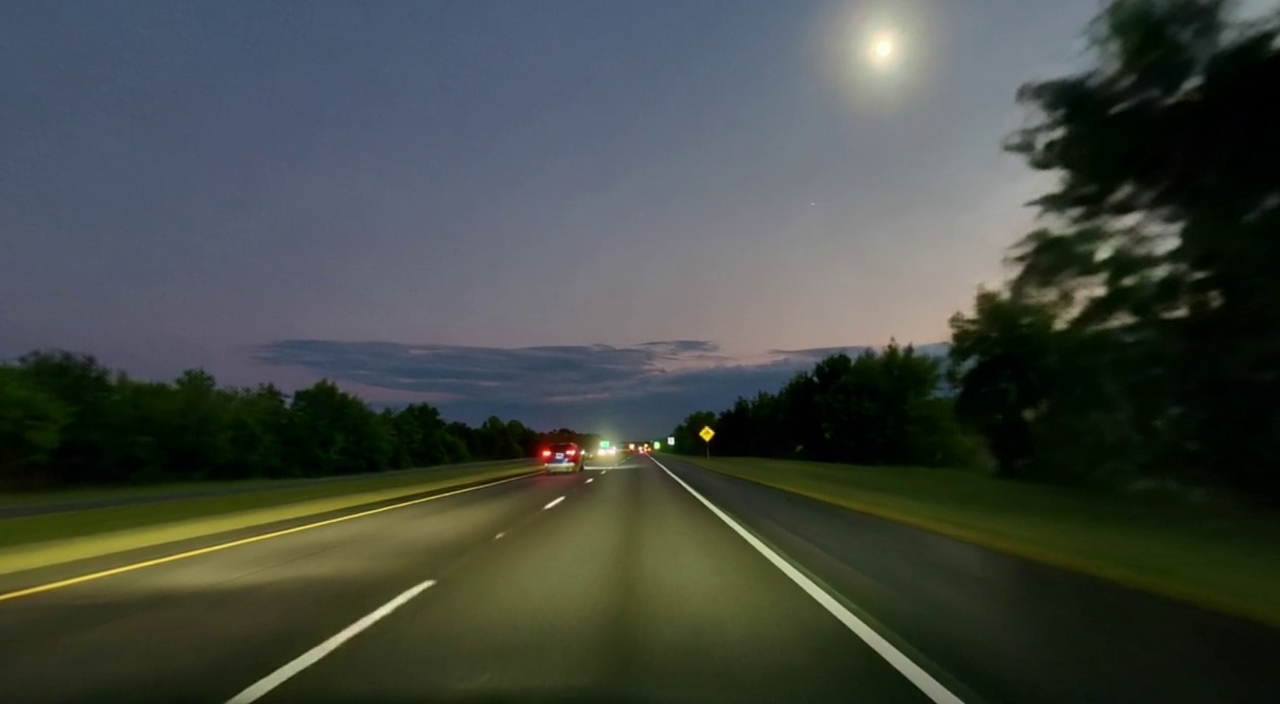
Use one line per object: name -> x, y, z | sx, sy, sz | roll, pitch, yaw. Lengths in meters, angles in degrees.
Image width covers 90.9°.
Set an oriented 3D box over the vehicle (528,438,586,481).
vehicle -> -3.774, 4.972, 29.434 | 2.056, 1.811, 4.202 | 0, -9, 1
